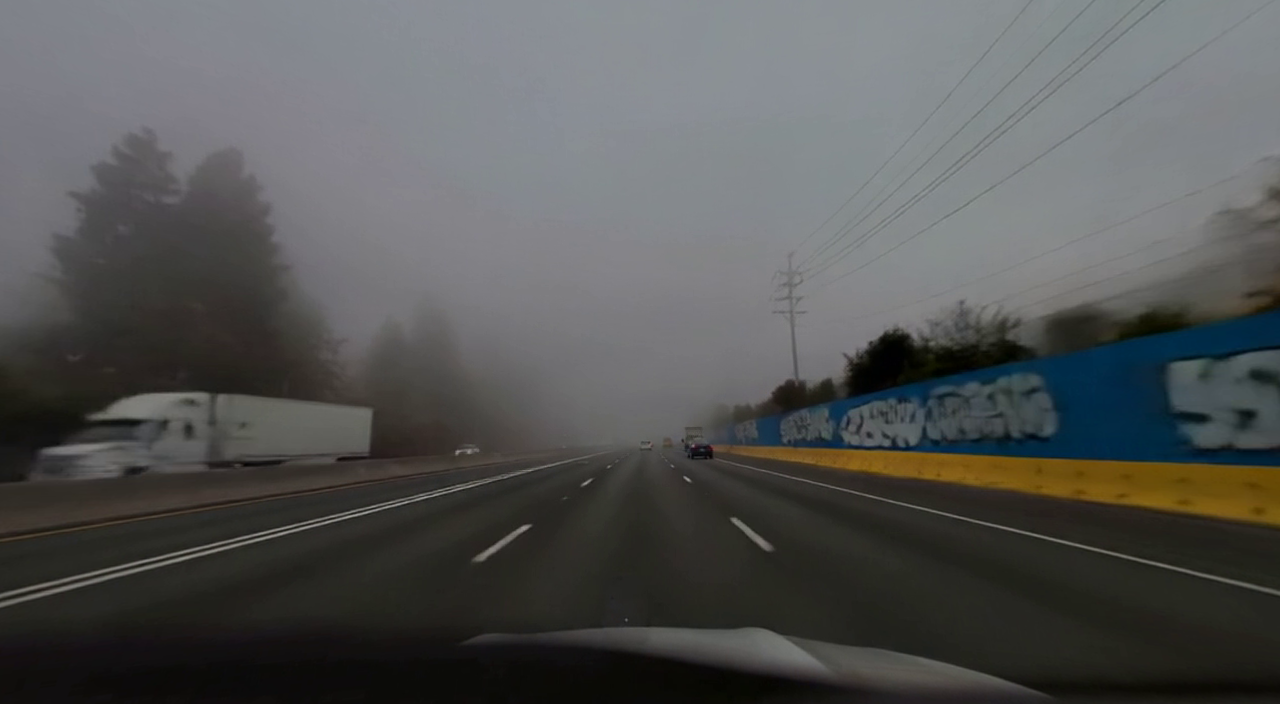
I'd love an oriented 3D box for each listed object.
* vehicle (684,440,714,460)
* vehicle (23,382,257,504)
[{"bbox_3d":[4.572,7.696,49.388,1.991,1.494,3.951,0,-8,0],"label":"vehicle"},{"bbox_3d":[-18.907,3.556,24.667,3.012,4.030,7.276,-1,-9,0],"label":"vehicle"}]
